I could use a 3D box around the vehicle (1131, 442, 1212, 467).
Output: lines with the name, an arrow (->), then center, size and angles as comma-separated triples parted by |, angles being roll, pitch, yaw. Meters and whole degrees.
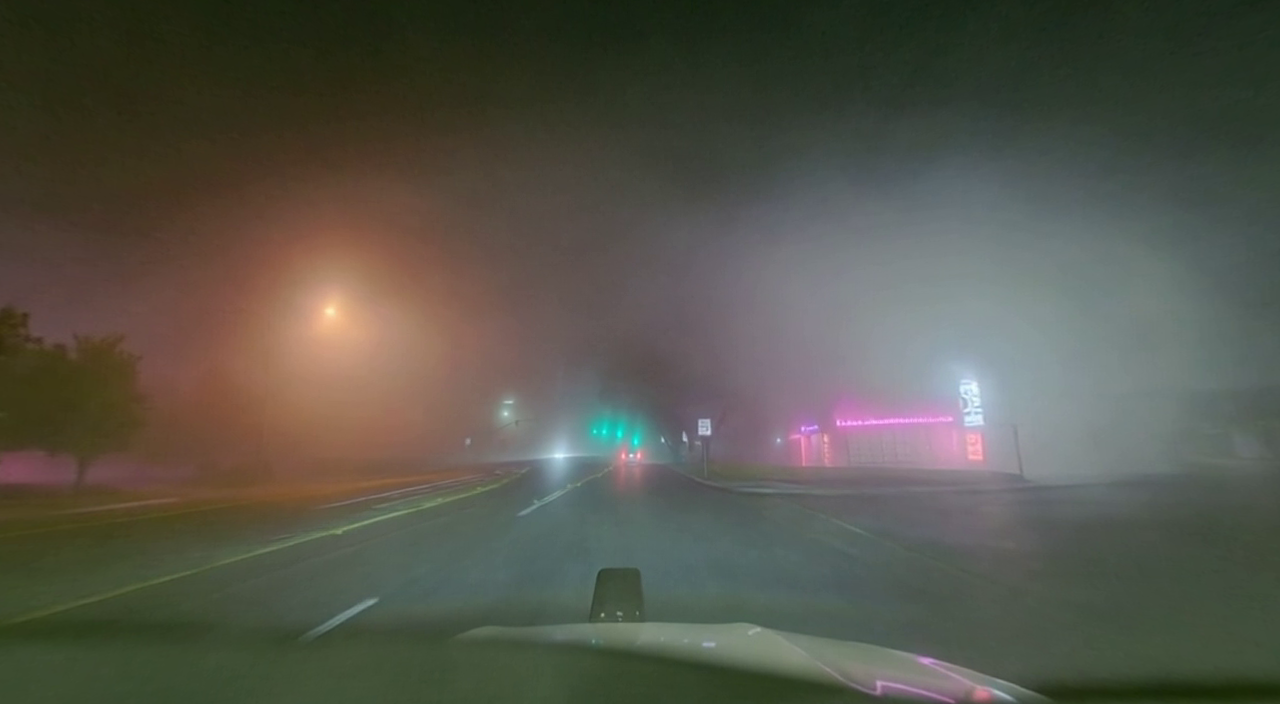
vehicle -> 33.190, 6.386, 39.271 | 4.411, 1.457, 2.013 | 4, -10, -24
